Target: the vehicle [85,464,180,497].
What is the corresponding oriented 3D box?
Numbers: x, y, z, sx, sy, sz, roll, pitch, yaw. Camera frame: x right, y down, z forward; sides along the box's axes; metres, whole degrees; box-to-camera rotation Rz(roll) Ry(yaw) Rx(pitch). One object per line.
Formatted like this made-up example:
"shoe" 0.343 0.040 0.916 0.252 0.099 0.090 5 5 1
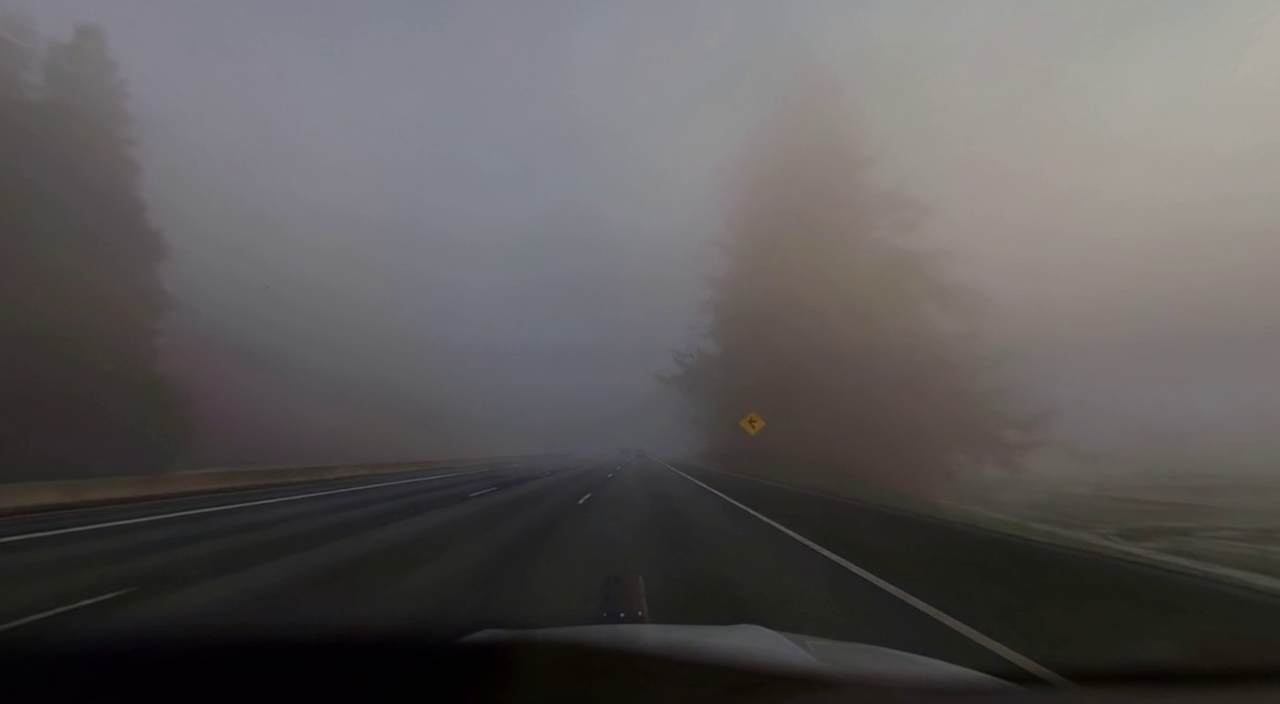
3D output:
"vehicle" -24.219 6.119 30.269 1.570 1.374 3.496 0 -9 0
